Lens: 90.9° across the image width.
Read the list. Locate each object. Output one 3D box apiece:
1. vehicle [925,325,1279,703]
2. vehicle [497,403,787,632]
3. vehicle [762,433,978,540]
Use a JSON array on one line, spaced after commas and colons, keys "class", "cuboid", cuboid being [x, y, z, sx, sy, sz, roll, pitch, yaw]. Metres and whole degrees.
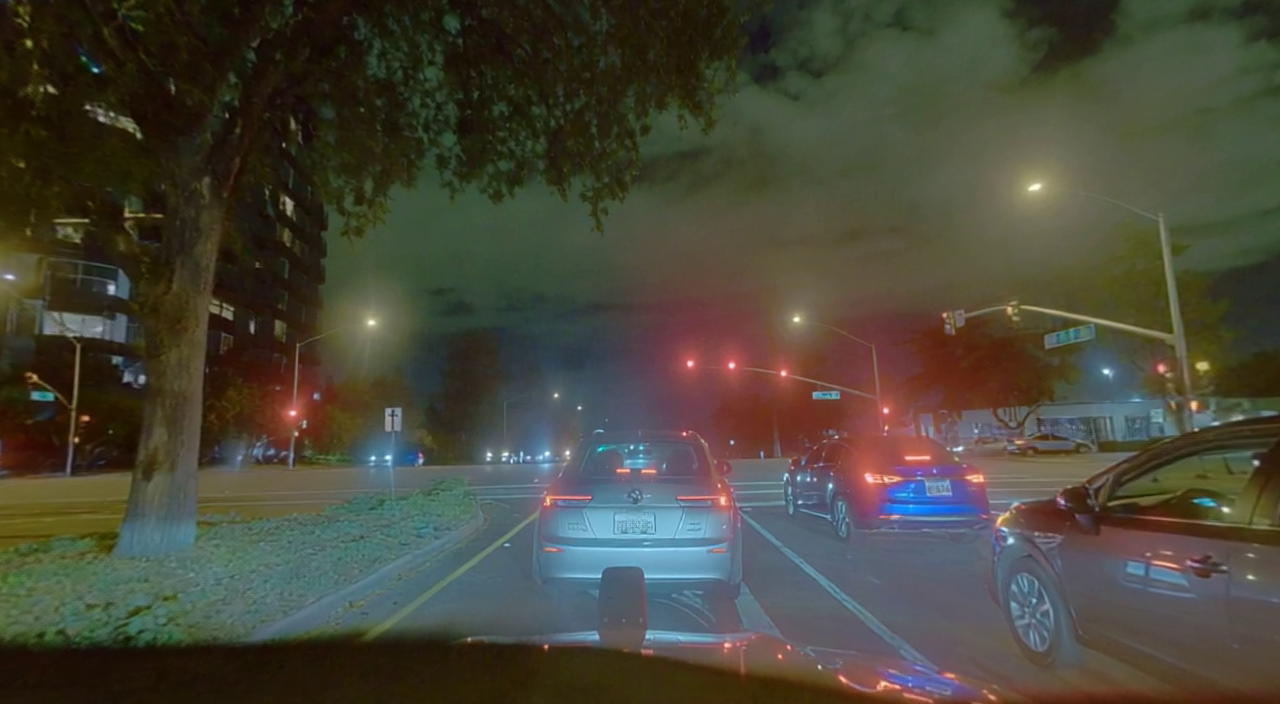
[{"class": "vehicle", "cuboid": [3.738, 0.929, 3.424, 2.162, 1.829, 4.519, 0, -9, -1]}, {"class": "vehicle", "cuboid": [-0.004, 1.474, 6.495, 2.074, 1.631, 3.793, 0, -9, -1]}, {"class": "vehicle", "cuboid": [3.709, 2.258, 11.291, 2.054, 1.482, 4.654, 0, -9, -1]}]
